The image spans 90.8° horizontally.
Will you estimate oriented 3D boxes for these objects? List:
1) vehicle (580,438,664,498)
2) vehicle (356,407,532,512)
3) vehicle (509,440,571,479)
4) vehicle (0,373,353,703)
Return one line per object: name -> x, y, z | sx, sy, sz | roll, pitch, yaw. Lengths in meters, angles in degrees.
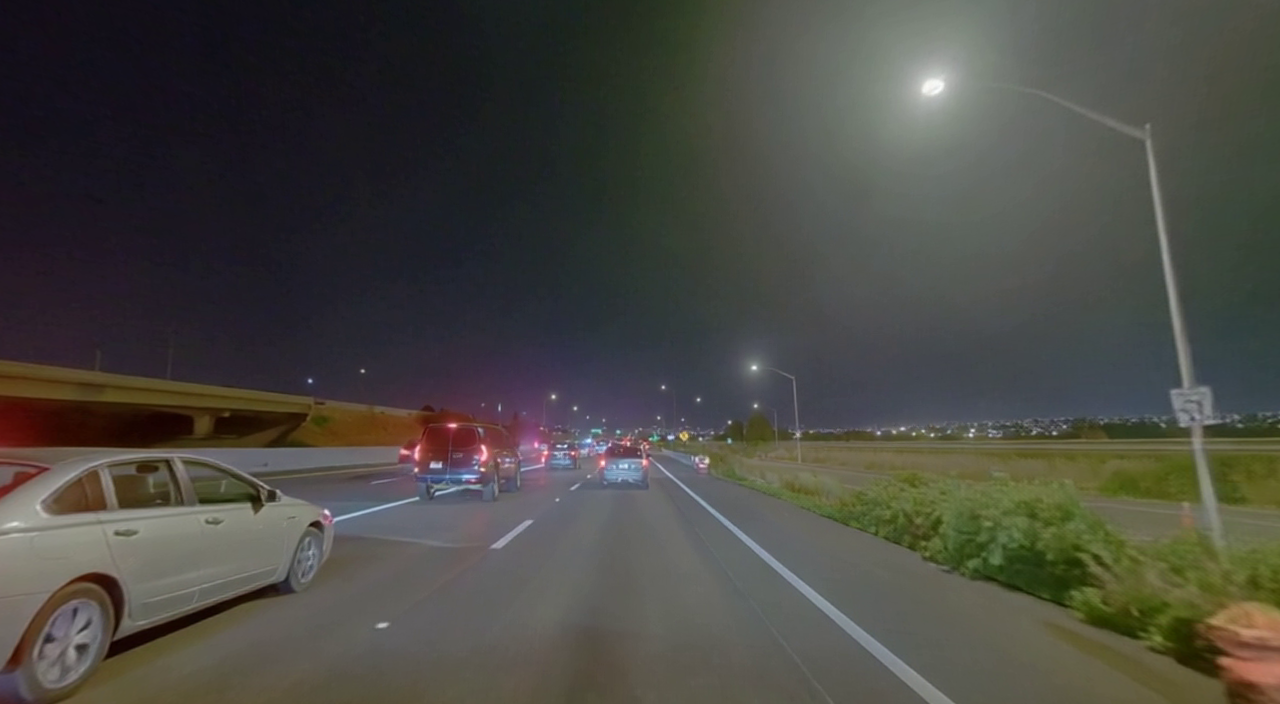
vehicle -> -0.468, 3.163, 17.608 | 2.069, 1.484, 3.918 | 0, -9, -1
vehicle -> -4.286, 2.505, 15.118 | 2.324, 2.012, 5.740 | 0, -9, 0
vehicle -> -3.989, 4.326, 25.727 | 1.824, 1.459, 4.007 | 0, -9, 1
vehicle -> -3.841, 1.061, 3.849 | 2.041, 1.604, 4.384 | 0, -9, 1
